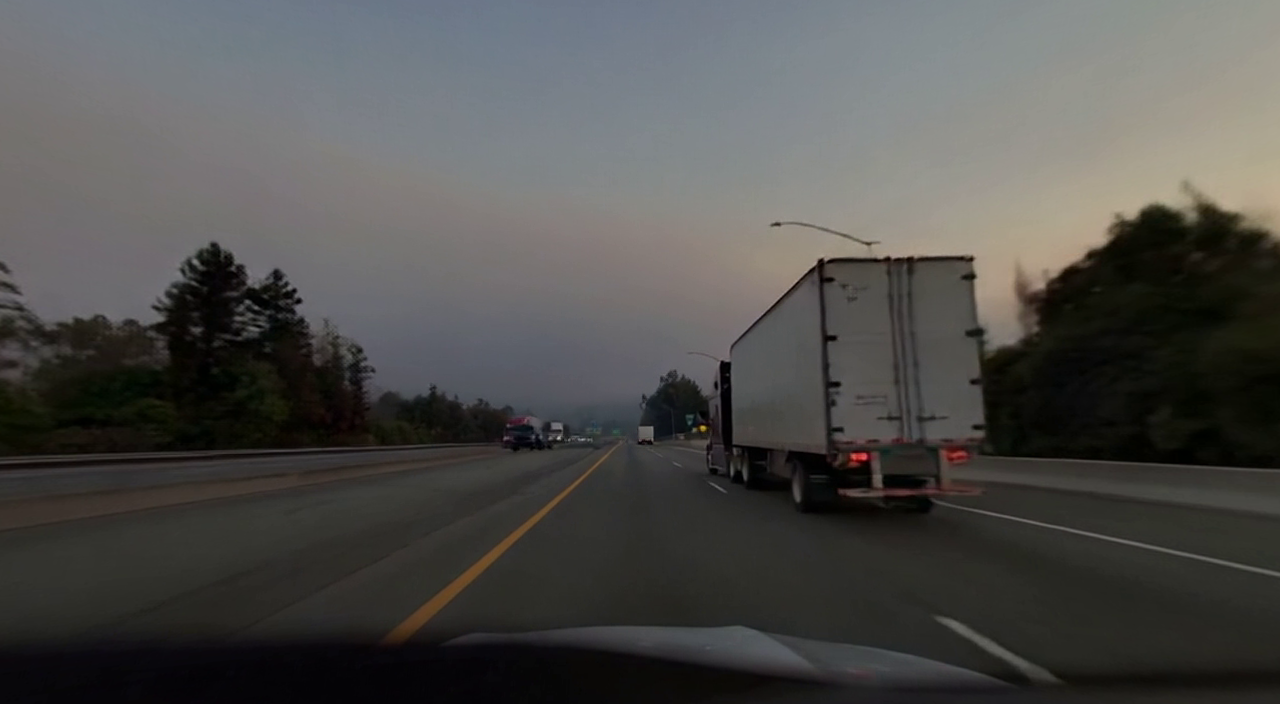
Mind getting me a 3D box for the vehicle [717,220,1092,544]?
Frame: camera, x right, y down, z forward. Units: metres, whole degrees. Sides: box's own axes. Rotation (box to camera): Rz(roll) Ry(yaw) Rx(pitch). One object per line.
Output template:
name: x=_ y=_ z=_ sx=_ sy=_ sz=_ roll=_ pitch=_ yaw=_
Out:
vehicle: x=3.840 y=1.026 z=13.121 sx=2.911 sy=3.994 sz=10.840 roll=0 pitch=-8 yaw=-1
